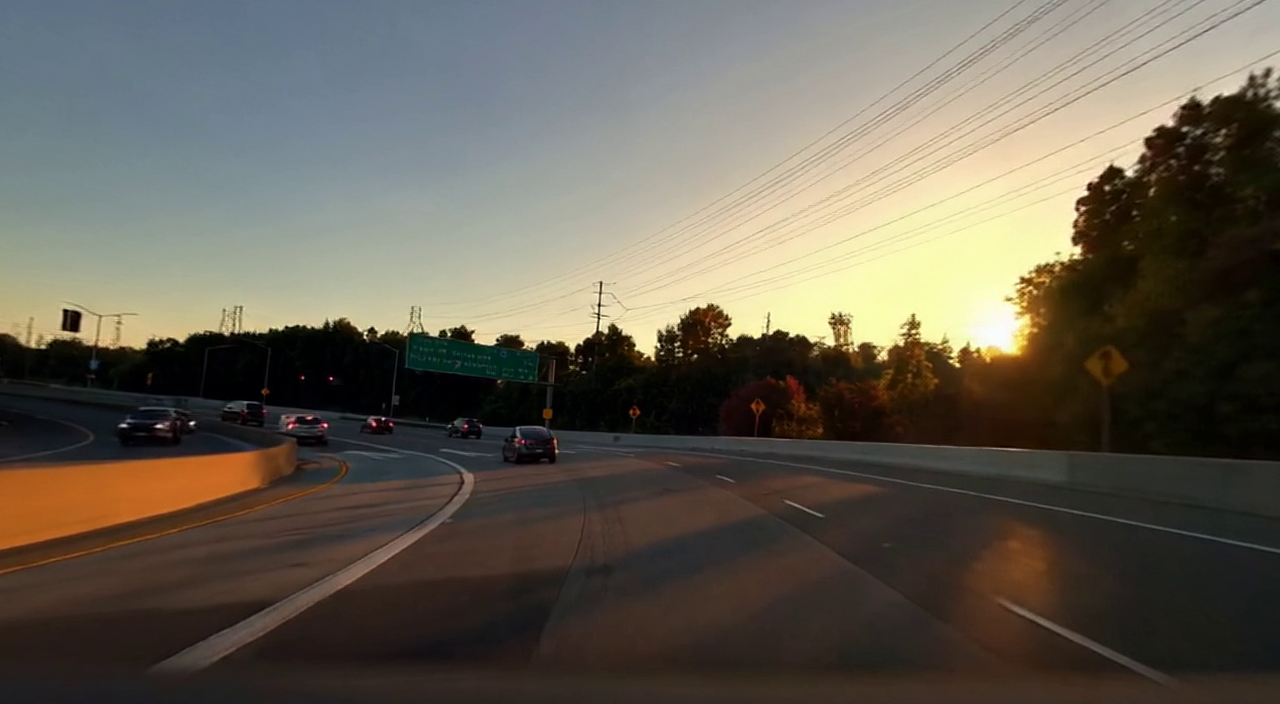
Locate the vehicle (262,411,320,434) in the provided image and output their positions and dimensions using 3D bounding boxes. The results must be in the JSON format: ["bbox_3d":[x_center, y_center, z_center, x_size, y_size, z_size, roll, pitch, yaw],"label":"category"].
[{"bbox_3d":[-26.162,5.323,47.265,4.623,1.501,2.033,-7,-11,37],"label":"vehicle"}]

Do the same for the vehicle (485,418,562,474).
[{"bbox_3d":[-4.149,3.248,21.926,2.140,1.724,4.304,2,-9,-16],"label":"vehicle"}]
